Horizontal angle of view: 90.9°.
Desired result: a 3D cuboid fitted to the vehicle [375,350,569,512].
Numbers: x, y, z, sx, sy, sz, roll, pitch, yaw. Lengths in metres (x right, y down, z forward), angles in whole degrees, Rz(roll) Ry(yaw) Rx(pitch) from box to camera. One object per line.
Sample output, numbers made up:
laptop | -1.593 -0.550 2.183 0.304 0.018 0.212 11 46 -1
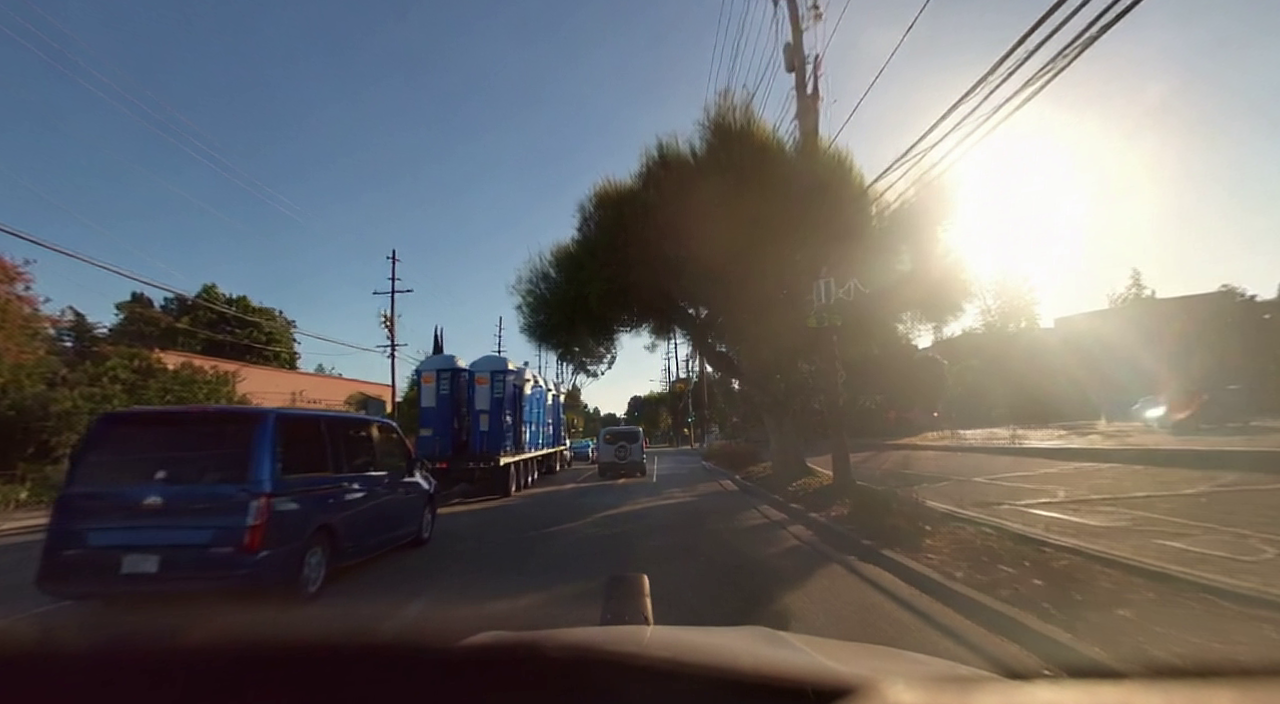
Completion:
vehicle | -4.005 2.233 17.404 3.120 3.393 7.945 1 -8 0

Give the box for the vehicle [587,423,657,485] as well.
vehicle | -0.579 3.380 21.173 2.117 1.861 4.095 0 -8 -1

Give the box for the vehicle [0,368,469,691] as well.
vehicle | -3.449 1.347 6.028 2.187 1.821 4.748 0 -8 1
